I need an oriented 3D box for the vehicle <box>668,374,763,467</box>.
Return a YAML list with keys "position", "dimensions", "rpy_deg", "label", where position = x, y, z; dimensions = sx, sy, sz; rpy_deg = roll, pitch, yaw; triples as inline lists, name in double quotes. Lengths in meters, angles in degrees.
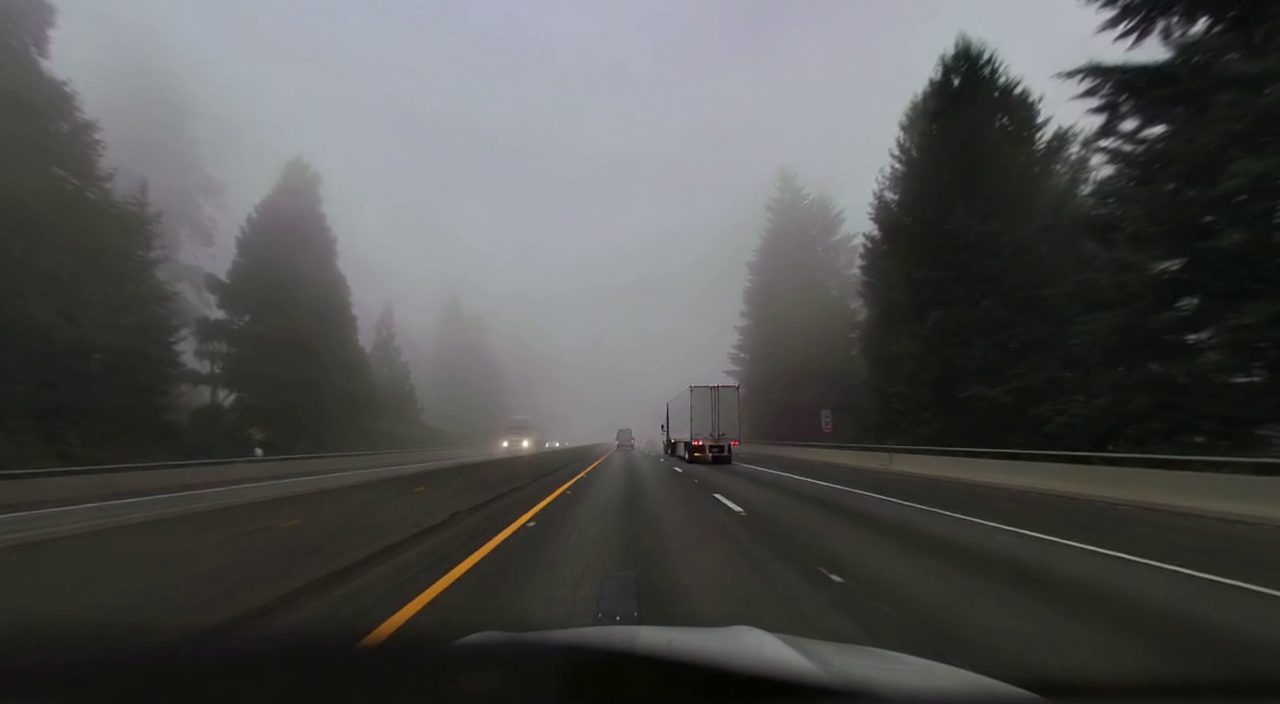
- position: [3.567, 3.877, 34.057]
  dimensions: [3.038, 3.975, 13.887]
  rpy_deg: [0, -8, -2]
  label: "vehicle"
